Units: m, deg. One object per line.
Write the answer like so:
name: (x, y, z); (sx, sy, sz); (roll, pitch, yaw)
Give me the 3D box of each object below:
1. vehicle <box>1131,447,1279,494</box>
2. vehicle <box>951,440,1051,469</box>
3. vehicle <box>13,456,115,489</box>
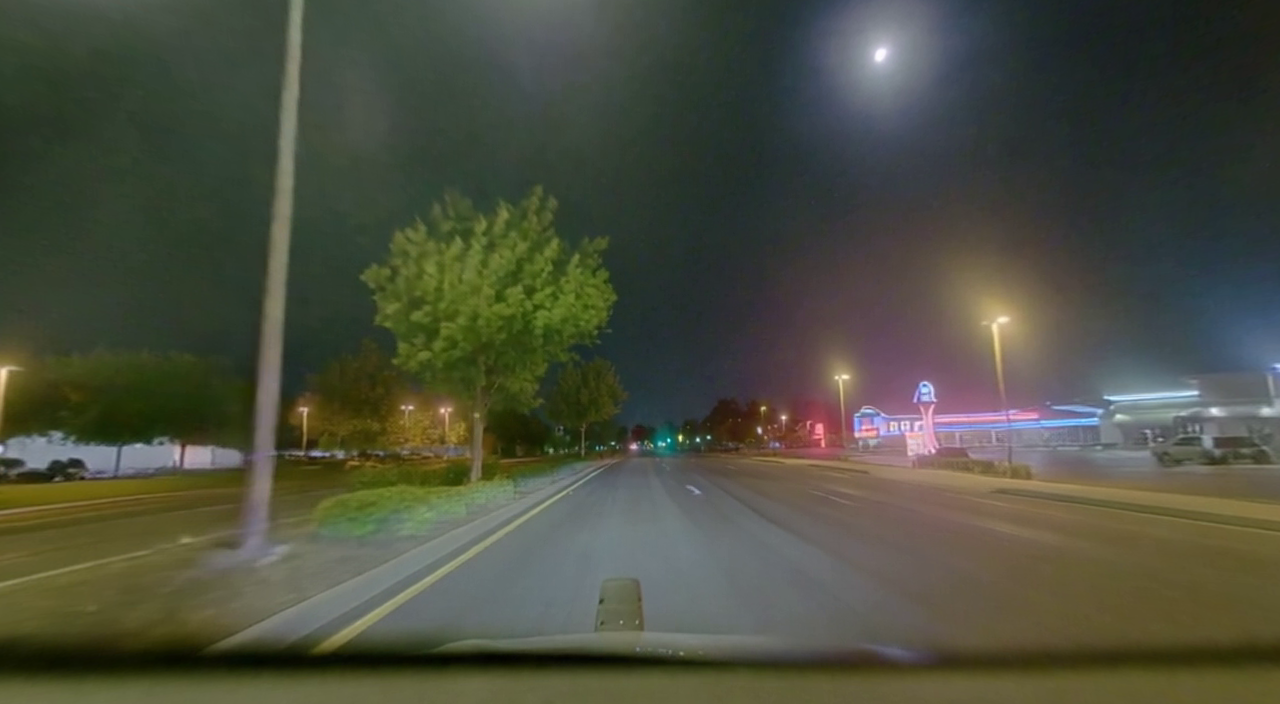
vehicle: (20.064, 4.086, 21.853); (4.403, 1.436, 1.918); (-2, -10, 1)
vehicle: (20.176, 5.734, 35.472); (4.333, 1.507, 2.101); (0, -8, -1)
vehicle: (-35.637, 7.462, 39.305); (1.983, 1.818, 4.590); (0, -8, 0)
